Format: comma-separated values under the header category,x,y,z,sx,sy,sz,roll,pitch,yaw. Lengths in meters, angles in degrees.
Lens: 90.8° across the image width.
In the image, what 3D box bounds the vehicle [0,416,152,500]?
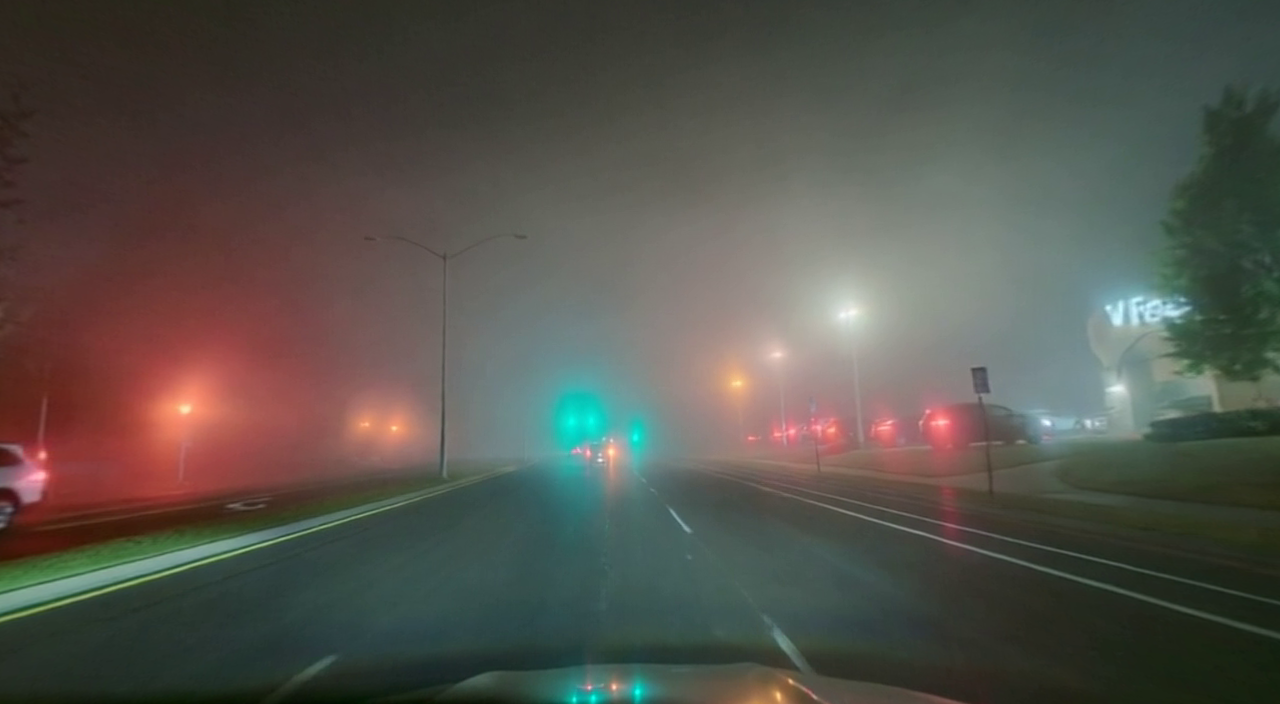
category,x,y,z,sx,sy,sz,roll,pitch,yaw
vehicle,-30.174,5.431,32.940,3.377,3.796,8.315,0,-8,-6

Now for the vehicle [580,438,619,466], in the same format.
category,x,y,z,sx,sy,sz,roll,pitch,yaw
vehicle,-2.570,6.208,39.332,2.197,1.642,4.312,1,-8,-6

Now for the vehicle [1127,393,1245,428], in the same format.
category,x,y,z,sx,sy,sz,roll,pitch,yaw
vehicle,29.414,3.232,34.262,2.175,1.626,4.598,0,-8,-2

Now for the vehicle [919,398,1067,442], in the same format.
category,x,y,z,sx,sy,sz,roll,pitch,yaw
vehicle,14.551,2.858,26.219,4.851,1.737,2.189,1,-8,-6

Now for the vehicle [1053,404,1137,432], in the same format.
category,x,y,z,sx,sy,sz,roll,pitch,yaw
vehicle,29.084,4.281,40.605,1.900,1.570,4.438,0,-8,-3
